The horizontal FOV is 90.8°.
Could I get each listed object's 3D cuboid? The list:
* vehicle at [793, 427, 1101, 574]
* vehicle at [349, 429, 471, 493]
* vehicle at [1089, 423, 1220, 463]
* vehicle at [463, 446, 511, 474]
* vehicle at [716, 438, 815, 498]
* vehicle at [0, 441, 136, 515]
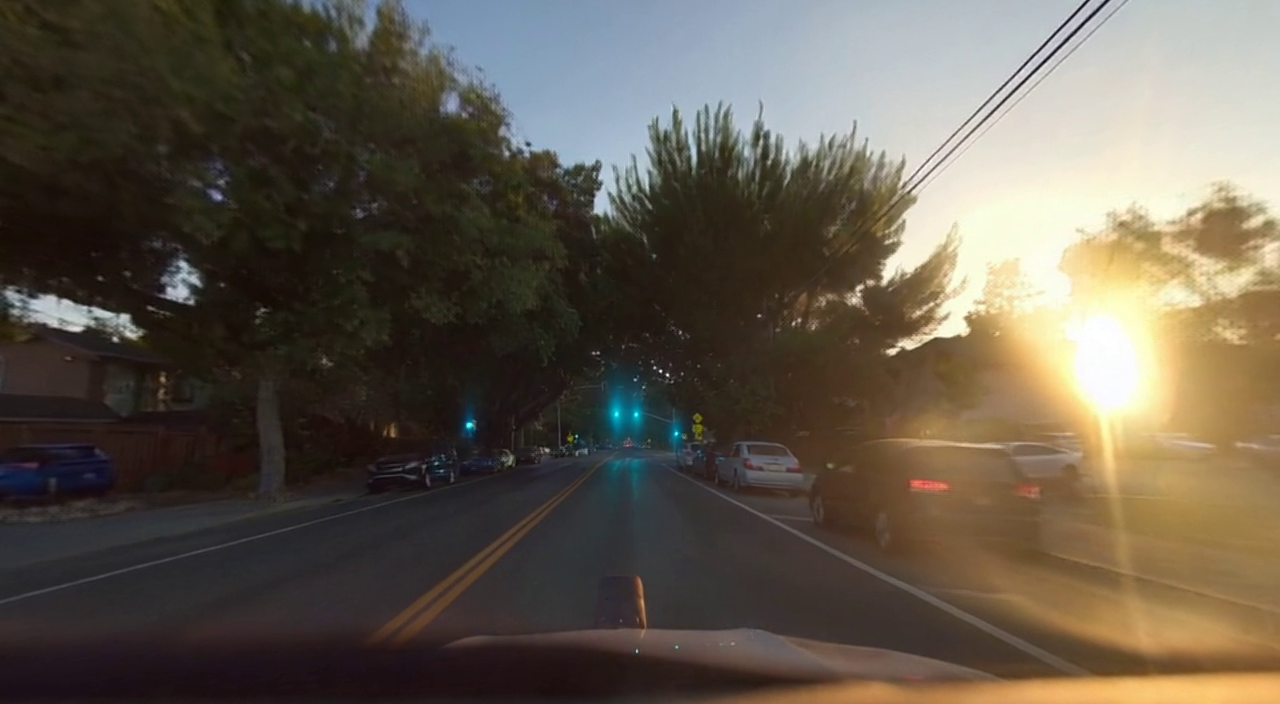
[{"bbox_3d":[3.833,1.913,8.993,1.955,1.536,4.395,0,-9,-4],"label":"vehicle"},{"bbox_3d":[-8.089,3.904,23.007,2.420,2.004,5.615,0,-9,-1],"label":"vehicle"},{"bbox_3d":[24.599,4.373,30.314,4.476,1.795,2.055,0,-9,-2],"label":"vehicle"},{"bbox_3d":[-8.509,6.006,35.438,1.860,1.476,4.594,0,-9,-4],"label":"vehicle"},{"bbox_3d":[3.451,3.282,18.252,1.809,1.513,4.264,0,-9,-3],"label":"vehicle"},{"bbox_3d":[-14.586,2.930,15.077,1.848,1.562,3.827,0,-8,1],"label":"vehicle"}]
